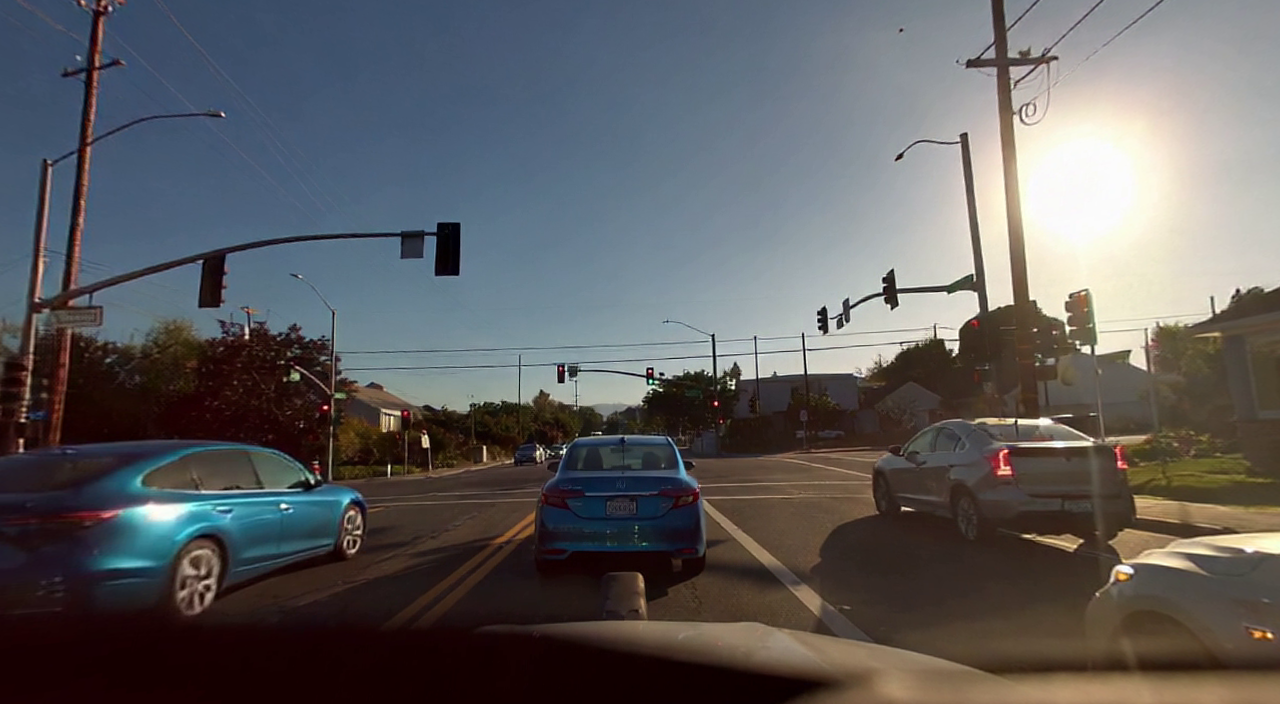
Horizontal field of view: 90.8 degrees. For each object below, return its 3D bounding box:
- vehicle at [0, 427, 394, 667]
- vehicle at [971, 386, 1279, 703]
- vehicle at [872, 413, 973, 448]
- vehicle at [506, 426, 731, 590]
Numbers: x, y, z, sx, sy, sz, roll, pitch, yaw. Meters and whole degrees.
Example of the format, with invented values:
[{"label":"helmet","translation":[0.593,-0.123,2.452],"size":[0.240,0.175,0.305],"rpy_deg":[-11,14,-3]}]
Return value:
[{"label":"vehicle","translation":[-4.384,1.551,6.212],"size":[2.106,1.492,4.312],"rpy_deg":[0,-8,1]},{"label":"vehicle","translation":[2.921,0.848,1.866],"size":[1.860,1.494,3.707],"rpy_deg":[0,-8,0]},{"label":"vehicle","translation":[15.116,4.239,33.990],"size":[4.431,1.555,1.886],"rpy_deg":[-4,-9,2]},{"label":"vehicle","translation":[-0.222,1.749,7.972],"size":[2.061,1.485,4.196],"rpy_deg":[0,-8,-1]}]
